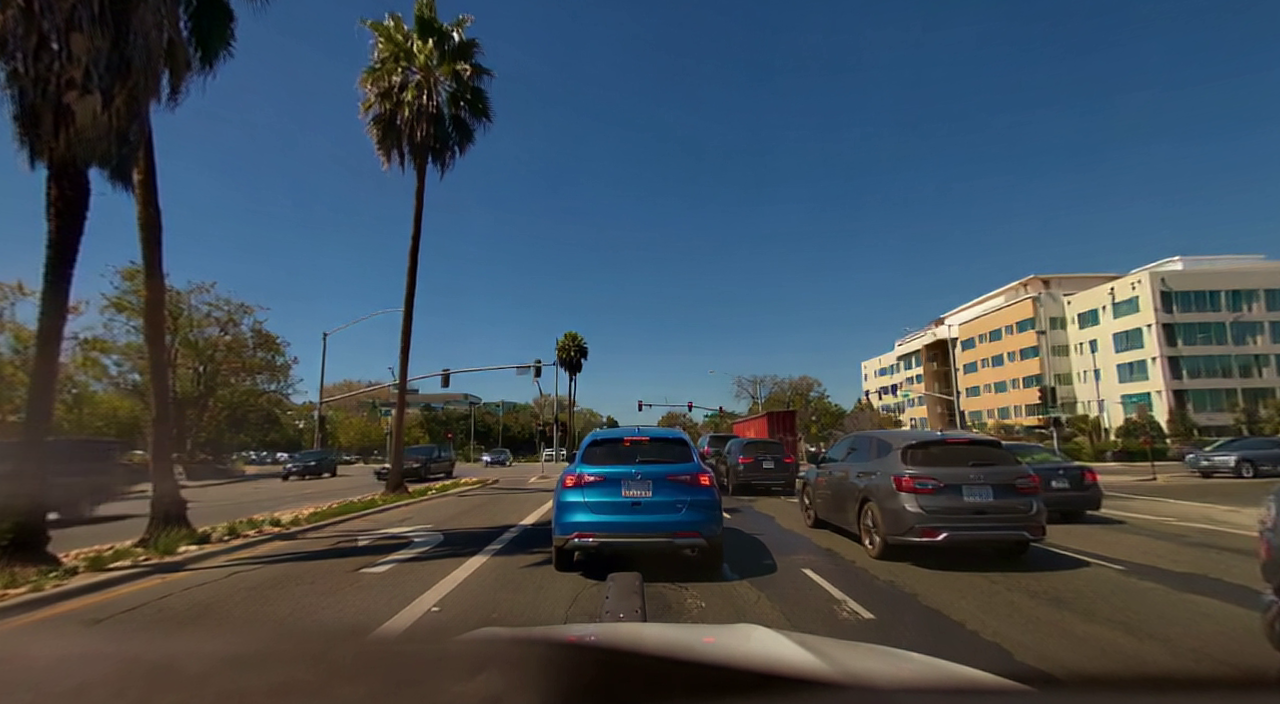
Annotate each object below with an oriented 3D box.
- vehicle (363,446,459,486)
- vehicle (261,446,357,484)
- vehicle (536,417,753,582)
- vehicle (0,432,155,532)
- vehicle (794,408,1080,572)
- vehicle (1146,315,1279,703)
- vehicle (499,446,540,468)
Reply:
[{"bbox_3d":[-9.180,4.602,25.813,2.168,1.462,4.505,0,-9,1],"label":"vehicle"},{"bbox_3d":[-16.416,5.582,31.646,2.167,1.737,4.824,0,-9,0],"label":"vehicle"},{"bbox_3d":[0.033,1.729,8.164,2.083,1.572,4.021,0,-9,0],"label":"vehicle"},{"bbox_3d":[-12.593,2.533,12.640,2.180,1.776,4.521,0,-9,-1],"label":"vehicle"},{"bbox_3d":[3.665,1.776,8.840,1.947,1.725,4.159,0,-9,0],"label":"vehicle"},{"bbox_3d":[3.393,0.471,0.258,2.171,1.806,5.058,0,-9,0],"label":"vehicle"},{"bbox_3d":[-8.625,7.574,45.595,1.975,1.478,4.670,0,-9,0],"label":"vehicle"}]
